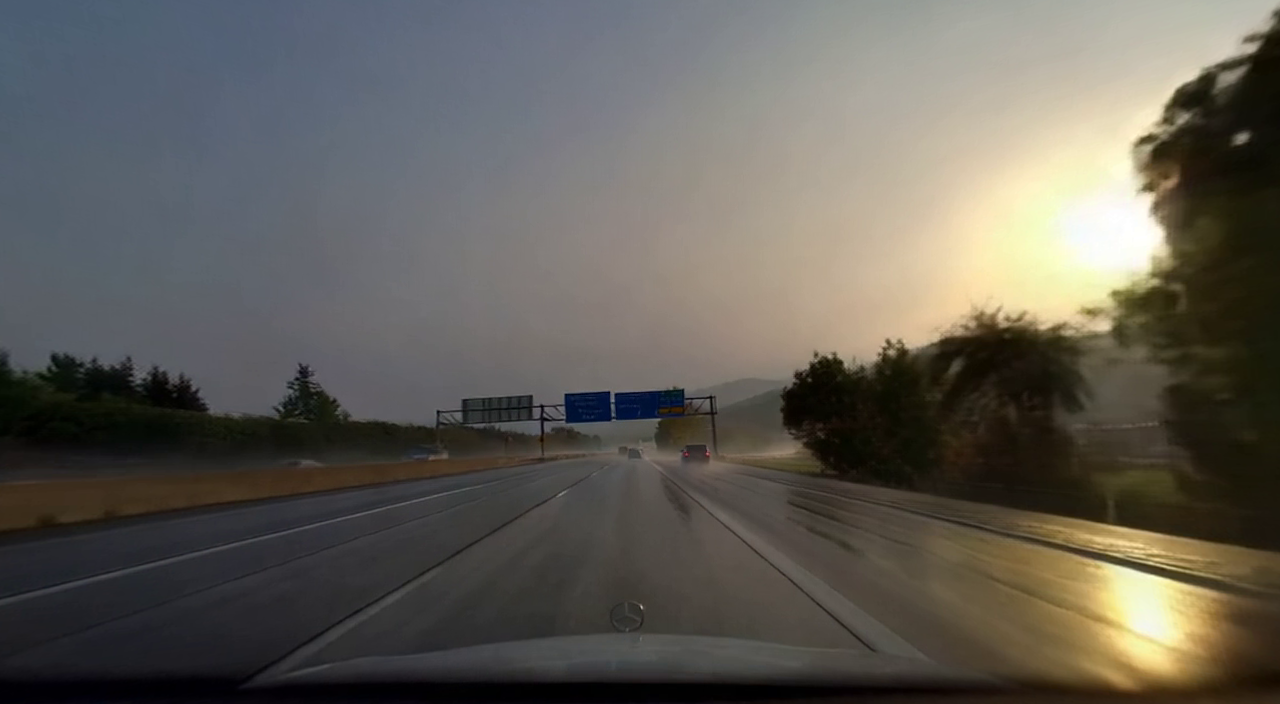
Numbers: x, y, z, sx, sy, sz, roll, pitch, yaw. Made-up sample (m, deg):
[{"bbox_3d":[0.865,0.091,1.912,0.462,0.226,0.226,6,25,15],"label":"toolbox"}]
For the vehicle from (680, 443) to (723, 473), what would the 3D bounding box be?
[{"bbox_3d":[3.753,6.559,39.326,2.133,1.746,4.511,0,-9,0],"label":"vehicle"}]
